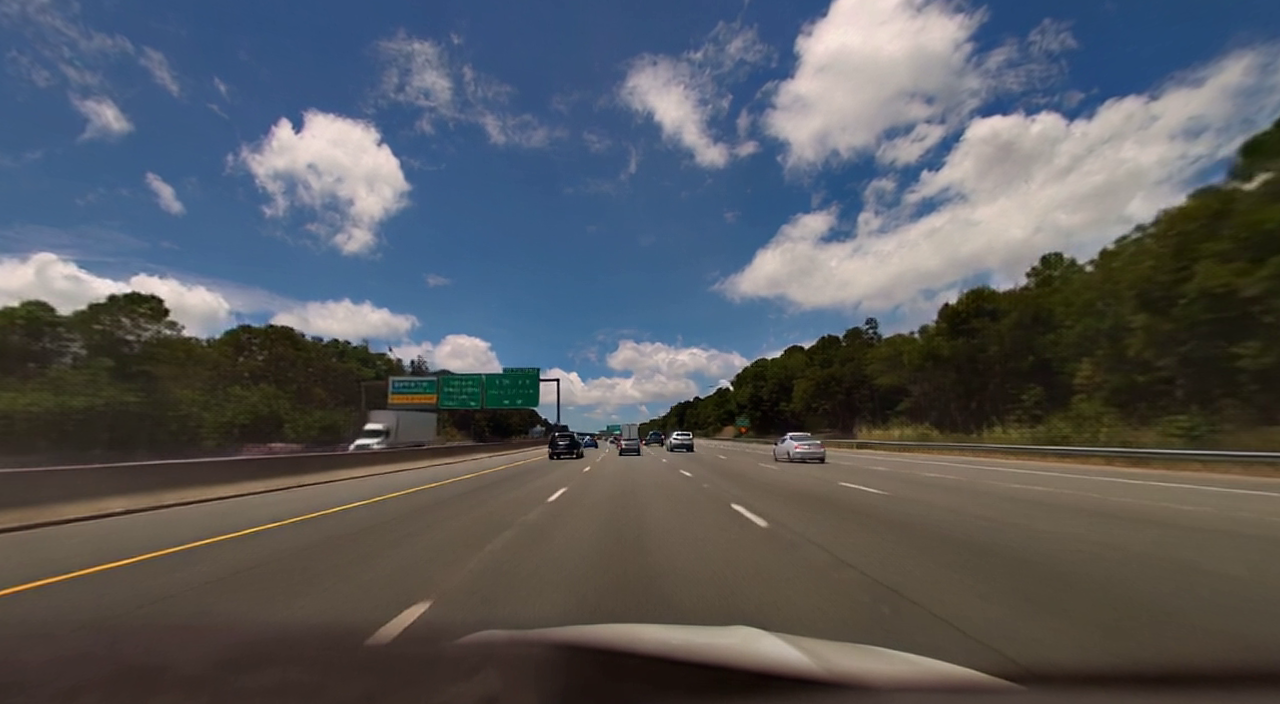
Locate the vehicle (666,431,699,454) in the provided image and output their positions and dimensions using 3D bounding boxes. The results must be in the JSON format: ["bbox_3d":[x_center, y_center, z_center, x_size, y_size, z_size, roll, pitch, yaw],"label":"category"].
[{"bbox_3d":[3.191,6.864,47.944,2.066,1.673,4.225,0,-8,-2],"label":"vehicle"}]

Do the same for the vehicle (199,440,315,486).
[{"bbox_3d":[-14.016,4.042,23.311,1.782,1.513,4.033,0,-8,-1],"label":"vehicle"}]

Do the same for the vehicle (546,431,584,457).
[{"bbox_3d":[-4.939,6.123,41.901,2.119,1.629,3.946,0,-8,-1],"label":"vehicle"}]
